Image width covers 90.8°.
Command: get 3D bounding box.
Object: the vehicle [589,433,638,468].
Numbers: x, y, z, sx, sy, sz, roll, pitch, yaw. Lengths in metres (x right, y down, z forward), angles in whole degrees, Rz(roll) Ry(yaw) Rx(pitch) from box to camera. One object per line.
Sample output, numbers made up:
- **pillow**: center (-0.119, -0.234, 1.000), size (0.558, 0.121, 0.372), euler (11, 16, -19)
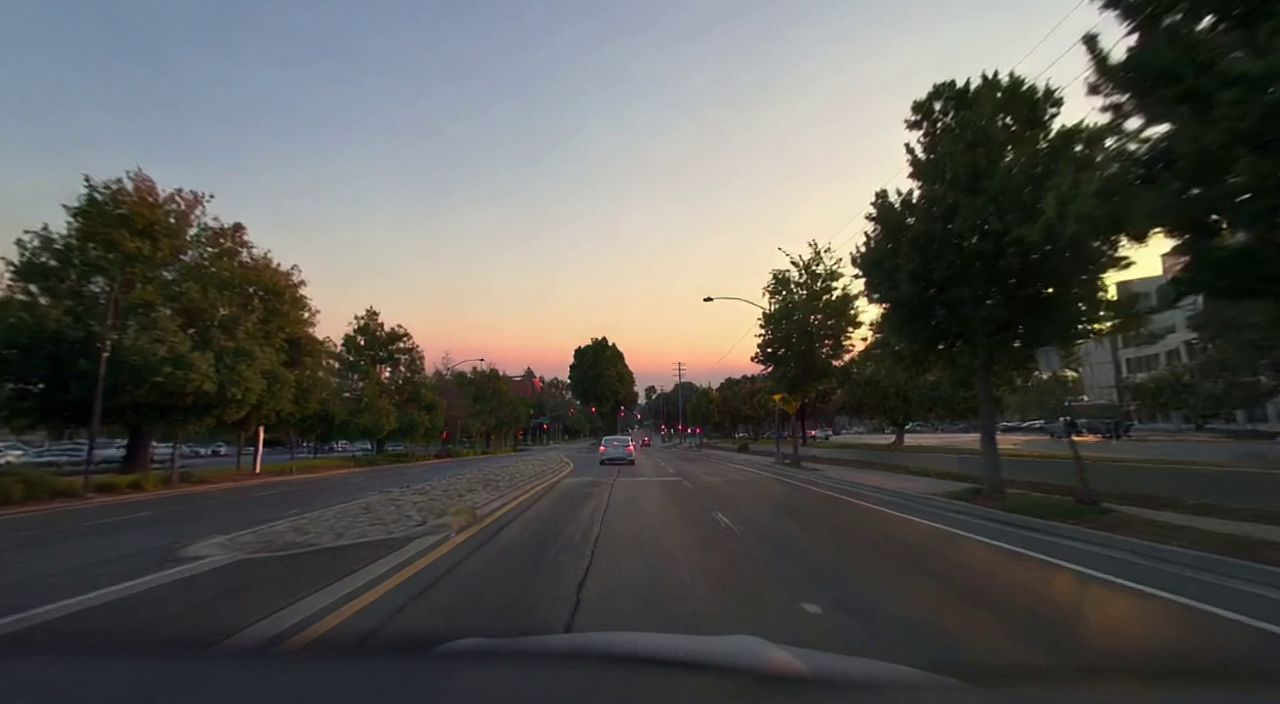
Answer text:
- **vehicle**: center (-1.147, 4.421, 28.468), size (2.075, 1.470, 3.962), euler (0, -8, -1)
